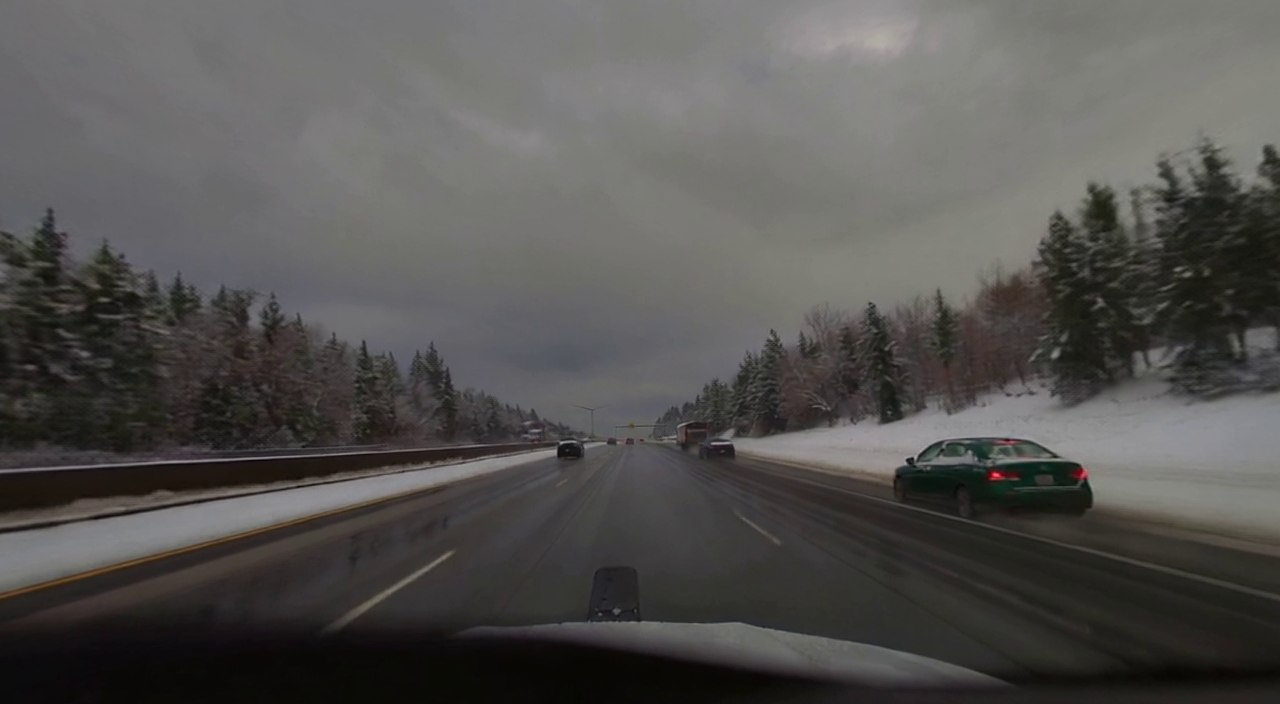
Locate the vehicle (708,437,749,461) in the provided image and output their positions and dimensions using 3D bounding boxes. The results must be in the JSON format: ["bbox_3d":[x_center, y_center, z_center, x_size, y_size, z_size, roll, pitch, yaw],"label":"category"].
[{"bbox_3d":[5.601,6.178,40.171,1.920,1.436,3.890,0,-8,-2],"label":"vehicle"}]

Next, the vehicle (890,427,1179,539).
[{"bbox_3d":[6.146,2.043,10.608,2.028,1.488,4.236,0,-8,-2],"label":"vehicle"}]

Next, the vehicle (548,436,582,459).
[{"bbox_3d":[-5.208,6.707,44.358,1.966,1.570,3.859,0,-8,-1],"label":"vehicle"}]
